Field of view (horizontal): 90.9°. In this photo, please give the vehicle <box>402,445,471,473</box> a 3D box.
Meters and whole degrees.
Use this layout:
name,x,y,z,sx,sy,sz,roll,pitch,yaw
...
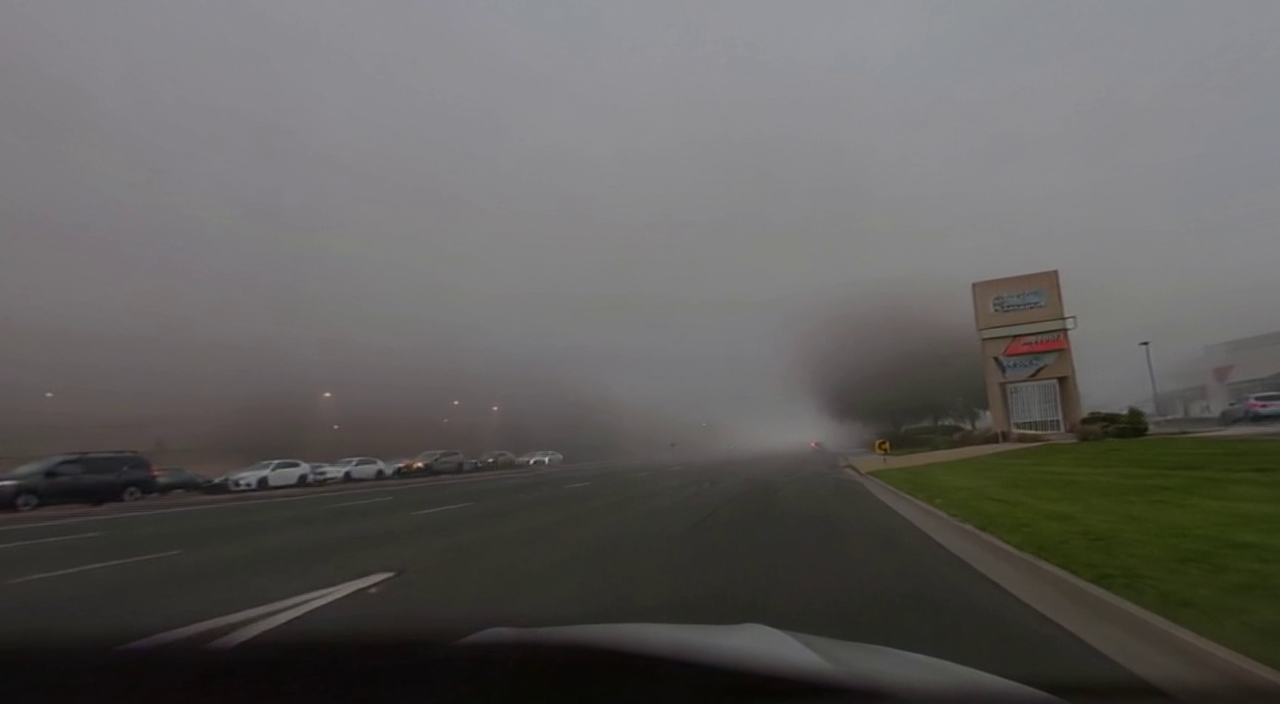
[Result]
name,x,y,z,sx,sy,sz,roll,pitch,yaw
vehicle,-14.562,7.711,45.394,1.967,1.683,5.223,-9,-12,17

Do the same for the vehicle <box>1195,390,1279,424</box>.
name,x,y,z,sx,sy,sz,roll,pitch,yaw
vehicle,32.503,2.982,34.166,3.335,1.398,1.535,-5,-9,-7

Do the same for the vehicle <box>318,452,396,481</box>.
name,x,y,z,sx,sy,sz,roll,pitch,yaw
vehicle,-16.969,6.846,37.986,1.851,1.450,4.396,-9,-11,15

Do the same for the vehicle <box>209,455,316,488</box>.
name,x,y,z,sx,sy,sz,roll,pitch,yaw
vehicle,-18.798,5.929,31.622,1.832,1.473,4.377,-3,-9,18

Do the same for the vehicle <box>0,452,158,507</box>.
name,x,y,z,sx,sy,sz,roll,pitch,yaw
vehicle,-21.489,4.735,23.948,1.969,1.758,4.662,-3,-9,17
